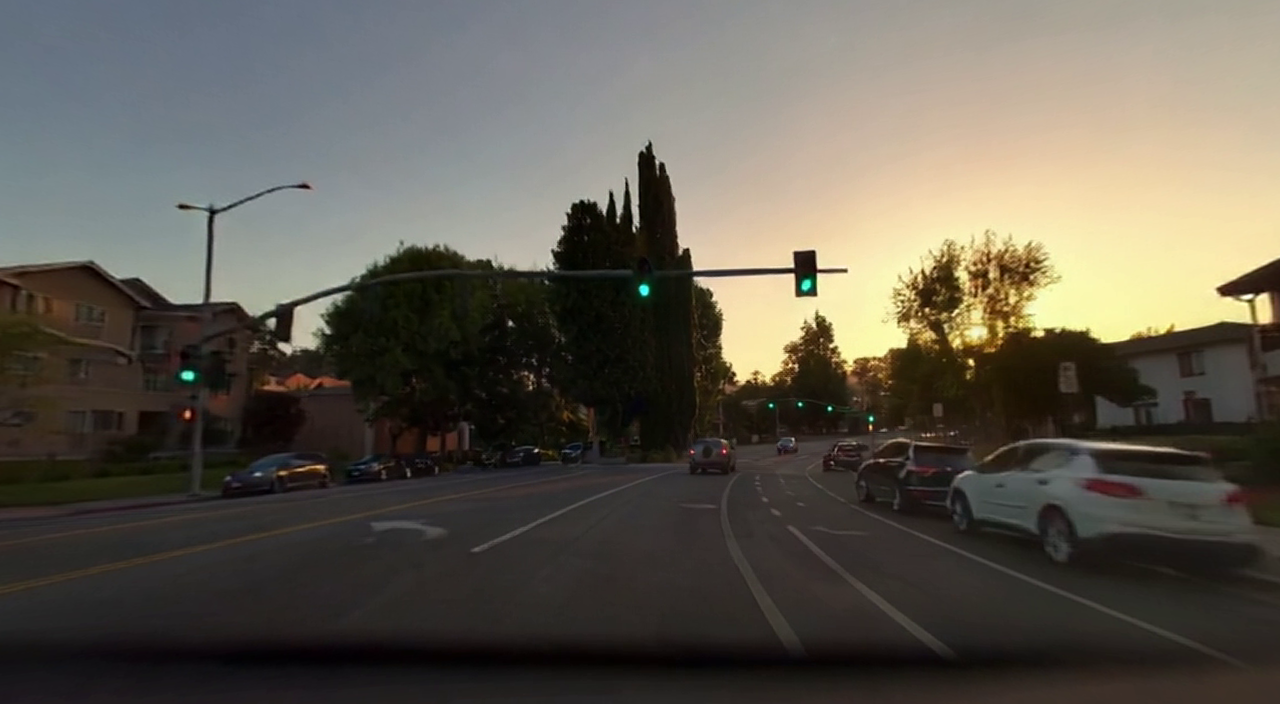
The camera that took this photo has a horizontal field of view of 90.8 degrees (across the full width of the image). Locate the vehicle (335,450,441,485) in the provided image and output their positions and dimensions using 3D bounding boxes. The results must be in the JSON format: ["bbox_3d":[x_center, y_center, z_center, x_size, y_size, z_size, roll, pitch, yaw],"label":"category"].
[{"bbox_3d":[-10.621,4.869,27.071,1.893,1.310,4.719,-1,-8,11],"label":"vehicle"}]

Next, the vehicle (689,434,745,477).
[{"bbox_3d":[3.449,4.495,27.642,1.852,1.680,4.488,-2,-9,14],"label":"vehicle"}]

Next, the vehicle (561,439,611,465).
[{"bbox_3d":[-4.081,7.730,49.009,2.115,1.853,4.745,-3,-9,19],"label":"vehicle"}]

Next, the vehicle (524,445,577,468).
[{"bbox_3d":[-6.102,7.133,43.471,1.809,1.469,4.485,-2,-9,17],"label":"vehicle"}]

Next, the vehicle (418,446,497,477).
[{"bbox_3d":[-9.364,5.637,32.858,1.880,1.450,4.627,-2,-9,13],"label":"vehicle"}]

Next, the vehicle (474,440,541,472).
[{"bbox_3d":[-7.826,6.184,37.922,1.977,1.761,4.990,-2,-9,12],"label":"vehicle"}]

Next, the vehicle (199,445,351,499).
[{"bbox_3d":[-11.632,3.809,20.586,1.918,1.508,4.353,-1,-8,8],"label":"vehicle"}]

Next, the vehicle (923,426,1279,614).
[{"bbox_3d":[5.115,1.699,7.458,1.741,1.494,4.587,0,-8,5],"label":"vehicle"}]
